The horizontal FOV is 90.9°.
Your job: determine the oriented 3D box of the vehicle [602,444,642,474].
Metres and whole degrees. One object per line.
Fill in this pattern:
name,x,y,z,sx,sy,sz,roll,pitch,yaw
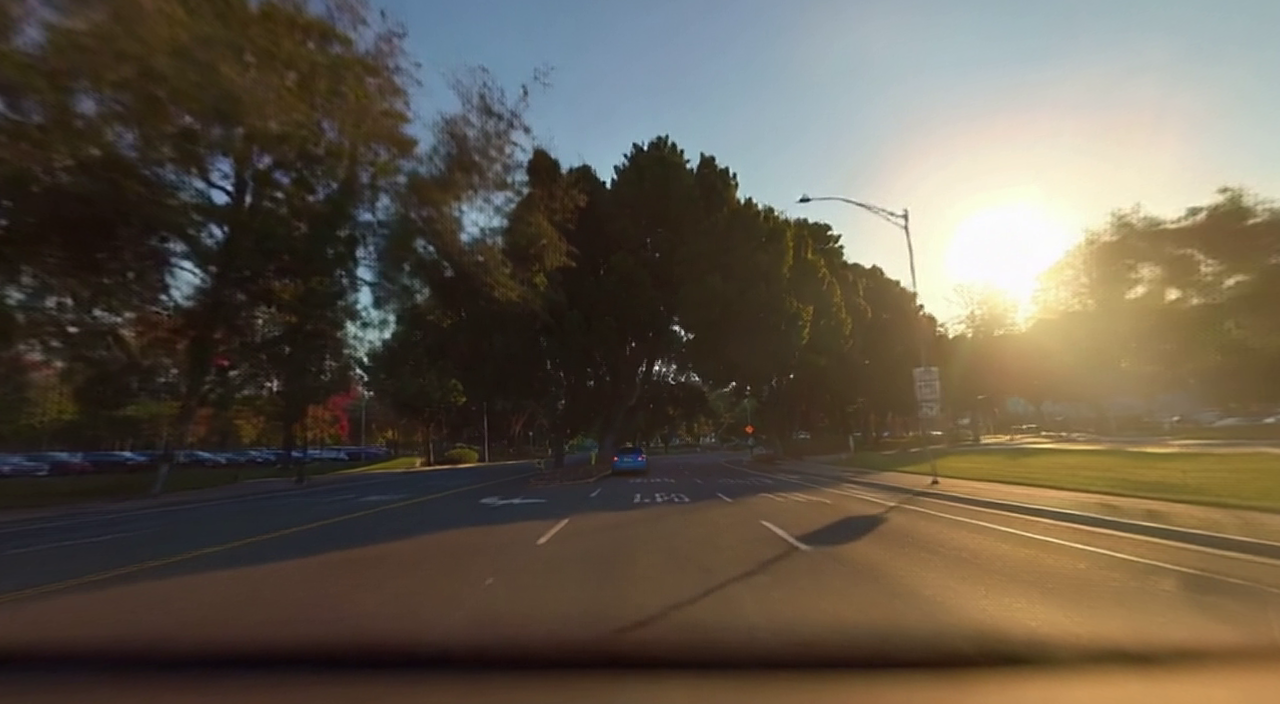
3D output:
vehicle,-0.905,5.663,33.683,1.978,1.499,3.915,-1,-8,1

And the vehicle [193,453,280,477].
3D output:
vehicle,-30.389,8.513,47.622,4.923,1.697,2.209,0,-8,-4

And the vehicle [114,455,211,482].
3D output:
vehicle,-30.328,7.403,40.180,4.455,1.566,2.029,0,-8,-2

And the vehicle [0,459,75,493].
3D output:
vehicle,-30.080,5.892,30.014,4.333,1.448,2.097,-1,-8,2
